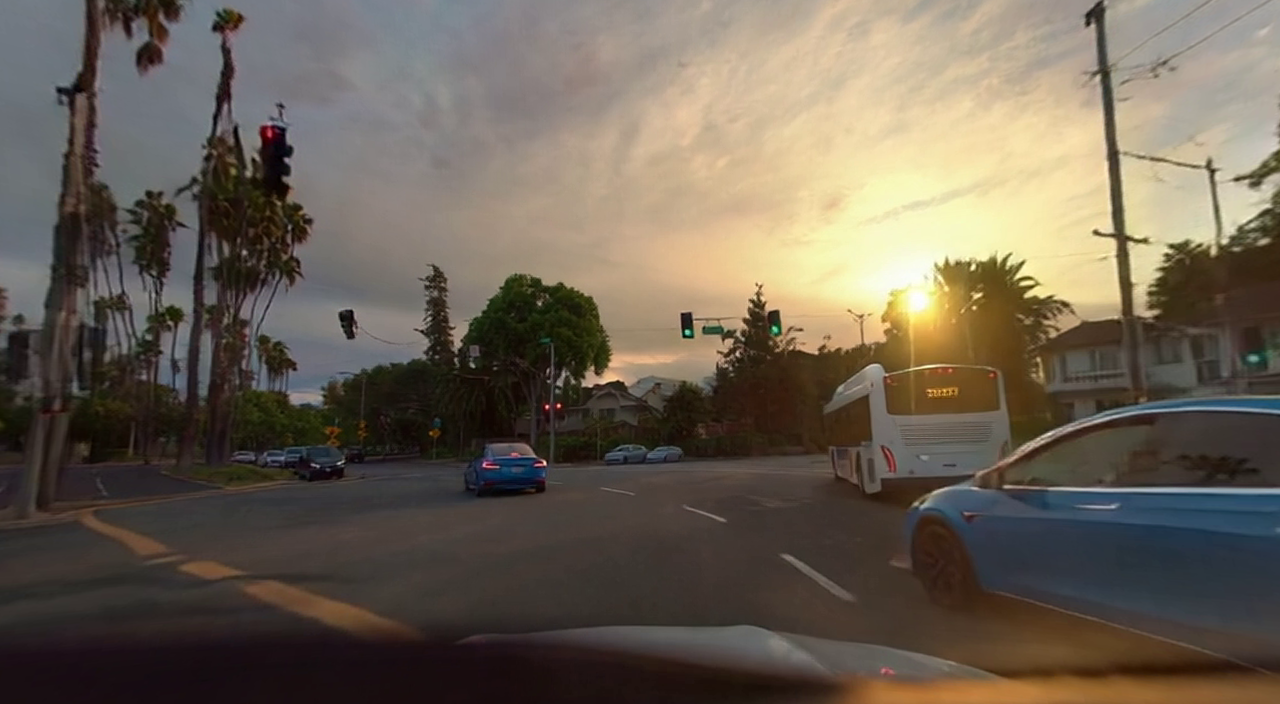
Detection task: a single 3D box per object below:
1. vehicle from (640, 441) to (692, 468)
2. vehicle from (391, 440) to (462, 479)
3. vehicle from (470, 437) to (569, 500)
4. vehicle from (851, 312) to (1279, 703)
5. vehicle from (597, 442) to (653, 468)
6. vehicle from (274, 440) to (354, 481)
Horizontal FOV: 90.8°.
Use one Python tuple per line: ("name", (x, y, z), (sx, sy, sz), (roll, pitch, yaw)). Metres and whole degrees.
("vehicle", (1.862, 6.988, 43.181), (2.122, 1.730, 5.138), (-3, -9, 20))
("vehicle", (-11.443, 5.655, 33.644), (2.272, 1.891, 4.562), (6, -10, -36))
("vehicle", (-3.949, 3.621, 20.125), (2.341, 1.709, 4.466), (3, -9, -20))
("vehicle", (3.319, 0.967, 3.641), (2.205, 1.803, 5.135), (0, -8, -3))
("vehicle", (-0.990, 7.554, 45.855), (2.290, 1.688, 5.224), (-5, -11, 19))
("vehicle", (-16.689, 5.470, 32.210), (2.283, 1.878, 5.384), (7, -11, -40))
